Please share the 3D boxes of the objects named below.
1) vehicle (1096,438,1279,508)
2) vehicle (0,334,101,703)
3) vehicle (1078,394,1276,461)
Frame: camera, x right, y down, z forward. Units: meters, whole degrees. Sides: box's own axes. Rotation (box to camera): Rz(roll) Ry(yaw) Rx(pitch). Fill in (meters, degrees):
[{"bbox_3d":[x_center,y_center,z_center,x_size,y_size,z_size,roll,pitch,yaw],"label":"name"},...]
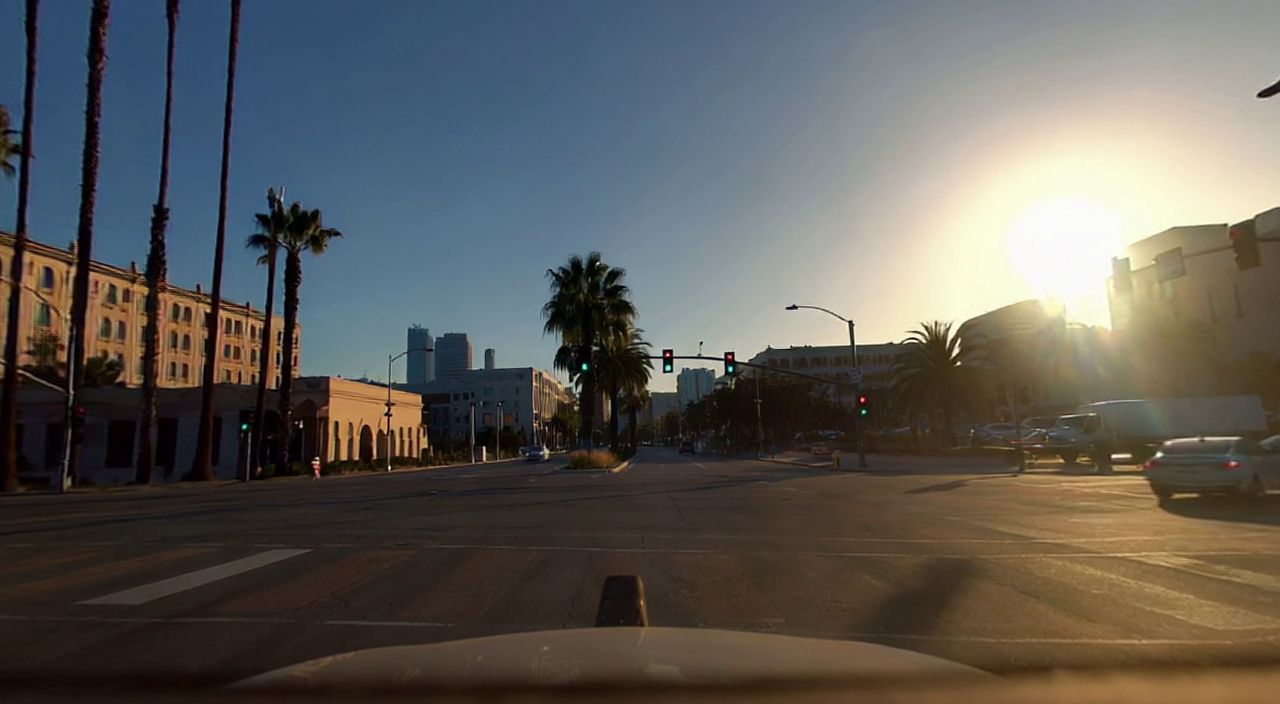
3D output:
[{"bbox_3d":[13.590,2.883,15.427,4.520,1.475,2.003,4,-10,-27],"label":"vehicle"},{"bbox_3d":[-3.334,0.482,0.280,2.026,1.723,4.832,0,-9,-2],"label":"vehicle"},{"bbox_3d":[32.621,4.777,39.326,2.863,3.609,10.252,0,-8,-3],"label":"vehicle"}]
